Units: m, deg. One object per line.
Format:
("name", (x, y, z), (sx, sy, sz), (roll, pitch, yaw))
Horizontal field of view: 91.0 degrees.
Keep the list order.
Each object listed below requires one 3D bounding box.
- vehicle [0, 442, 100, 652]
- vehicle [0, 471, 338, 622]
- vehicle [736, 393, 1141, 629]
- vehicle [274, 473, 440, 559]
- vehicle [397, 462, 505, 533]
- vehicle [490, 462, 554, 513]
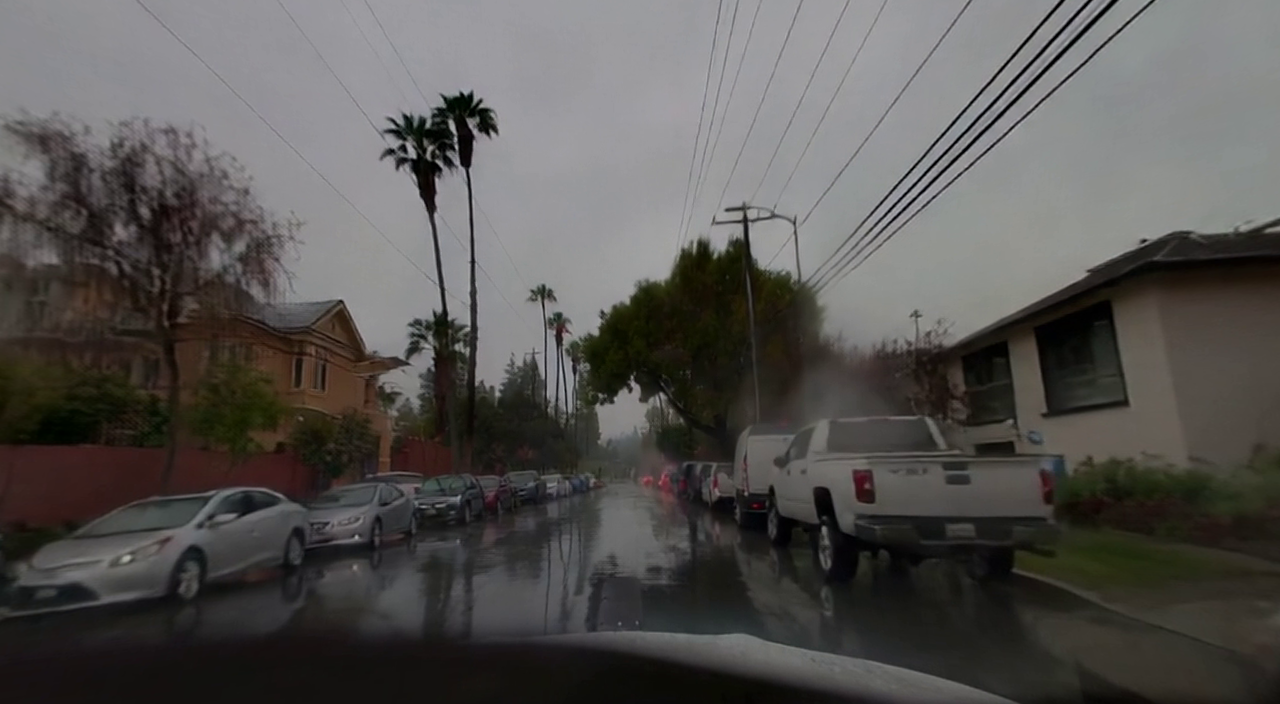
("vehicle", (-6.467, 1.466, 3.847), (1.933, 1.824, 5.142), (0, -8, -3))
("vehicle", (-6.546, 2.660, 9.519), (1.841, 1.491, 4.525), (0, -8, -2))
("vehicle", (2.979, 1.770, 8.411), (2.268, 1.953, 6.124), (0, -8, -2))
("vehicle", (-6.344, 3.707, 14.823), (1.874, 1.449, 4.622), (0, -8, -2))
("vehicle", (-6.214, 4.823, 21.438), (2.349, 1.952, 4.848), (0, -8, -2))
("vehicle", (-6.210, 7.182, 33.907), (2.281, 2.248, 5.873), (0, -8, 0))
